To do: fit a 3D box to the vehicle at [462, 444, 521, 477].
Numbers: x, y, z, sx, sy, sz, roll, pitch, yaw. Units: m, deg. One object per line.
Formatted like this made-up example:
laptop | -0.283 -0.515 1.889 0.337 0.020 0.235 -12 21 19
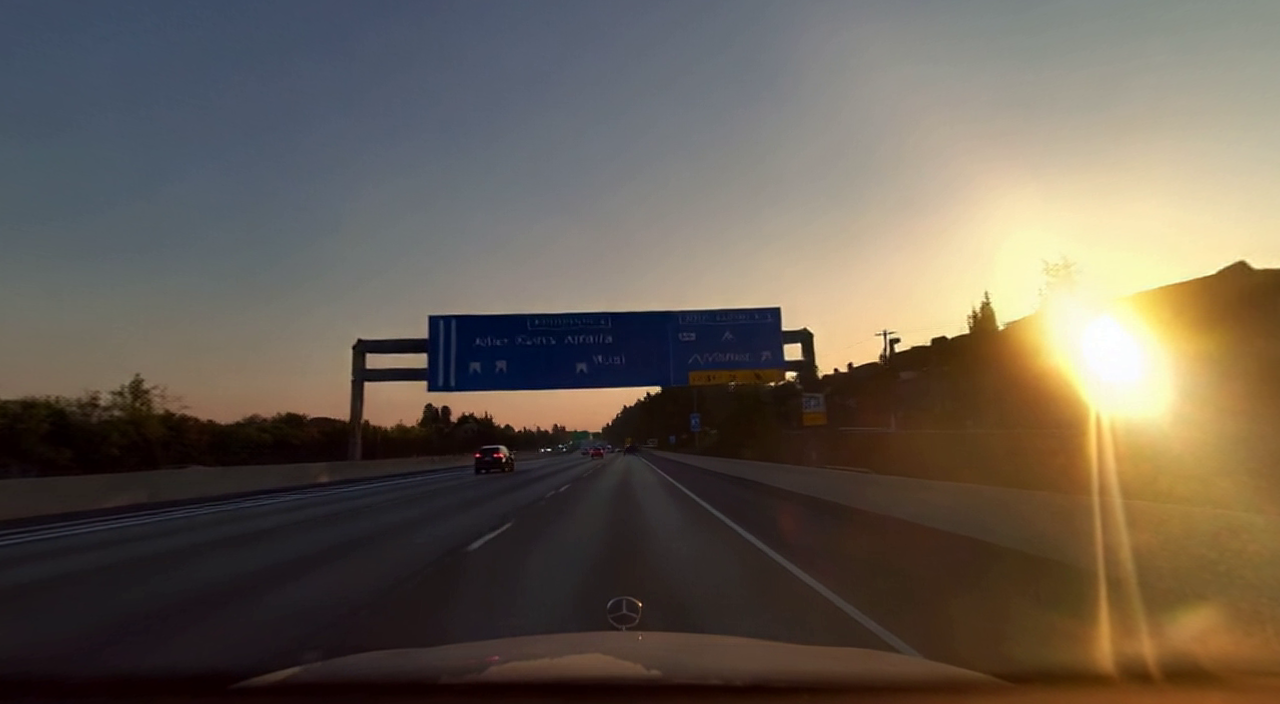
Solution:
vehicle | -7.795 5.726 33.572 2.098 1.606 4.227 0 -9 0
